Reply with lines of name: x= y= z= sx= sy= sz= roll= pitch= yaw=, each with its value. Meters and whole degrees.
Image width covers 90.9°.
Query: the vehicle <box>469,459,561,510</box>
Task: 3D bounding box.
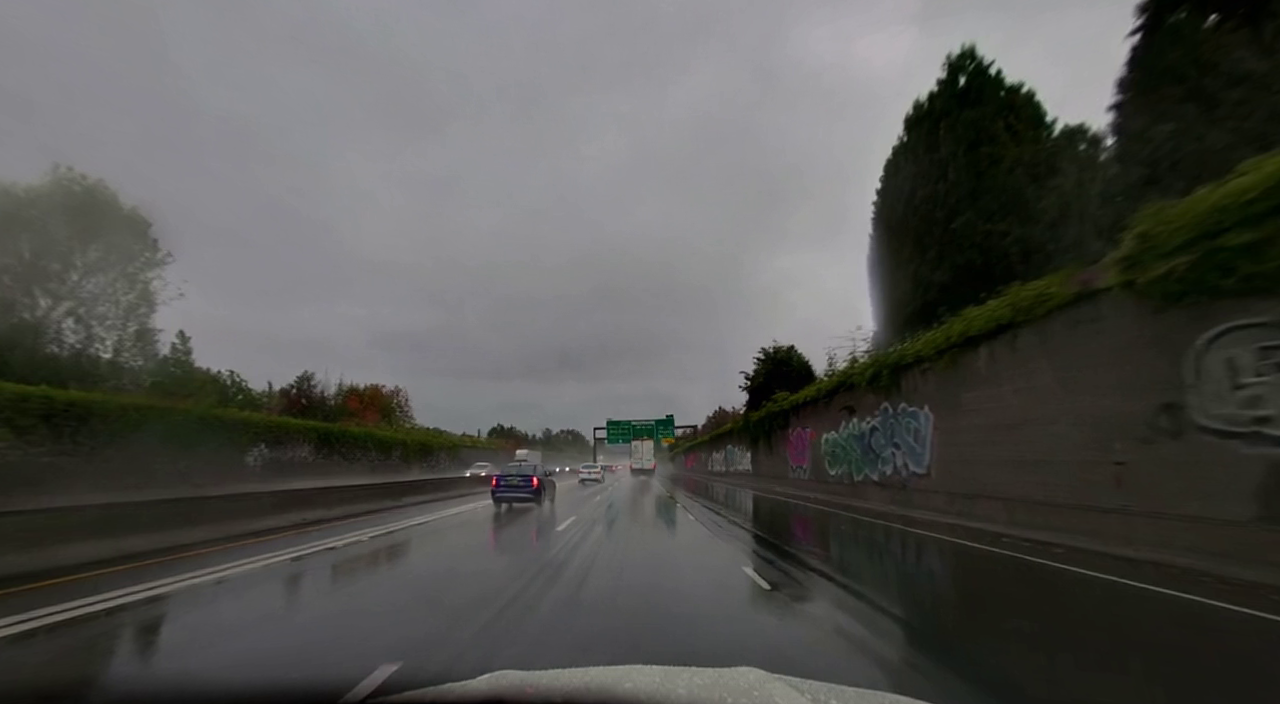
vehicle: x=-3.935 y=4.269 z=20.564 sx=2.054 sy=1.443 sz=4.131 roll=0 pitch=-10 yaw=1

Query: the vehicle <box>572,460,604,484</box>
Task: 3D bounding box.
vehicle: x=-3.861 y=8.961 z=47.118 sx=2.032 sy=1.625 sz=4.023 roll=1 pitch=-10 yaw=0

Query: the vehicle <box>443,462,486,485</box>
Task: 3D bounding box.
vehicle: x=-12.540 y=8.692 z=45.249 sx=1.874 sy=1.514 sz=4.246 roll=1 pitch=-10 yaw=0
